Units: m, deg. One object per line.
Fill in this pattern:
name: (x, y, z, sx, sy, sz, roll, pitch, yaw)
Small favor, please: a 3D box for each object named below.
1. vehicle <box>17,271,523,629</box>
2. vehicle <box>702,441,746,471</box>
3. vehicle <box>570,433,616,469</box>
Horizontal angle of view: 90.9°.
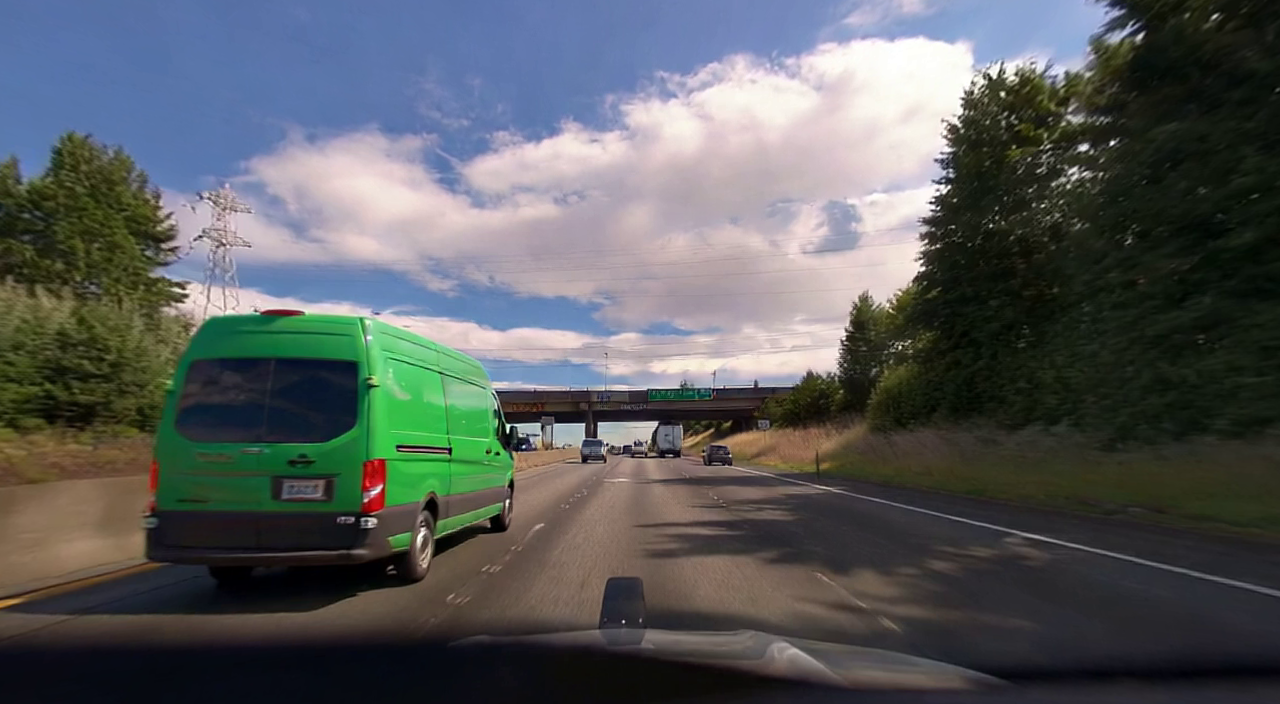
vehicle: (-3.206, 1.127, 7.585, 2.451, 2.627, 5.868, 0, -9, 0)
vehicle: (4.916, 6.149, 37.360, 1.936, 1.664, 4.198, 0, -9, -1)
vehicle: (-2.772, 6.090, 38.631, 2.334, 2.051, 4.900, 0, -9, 1)
